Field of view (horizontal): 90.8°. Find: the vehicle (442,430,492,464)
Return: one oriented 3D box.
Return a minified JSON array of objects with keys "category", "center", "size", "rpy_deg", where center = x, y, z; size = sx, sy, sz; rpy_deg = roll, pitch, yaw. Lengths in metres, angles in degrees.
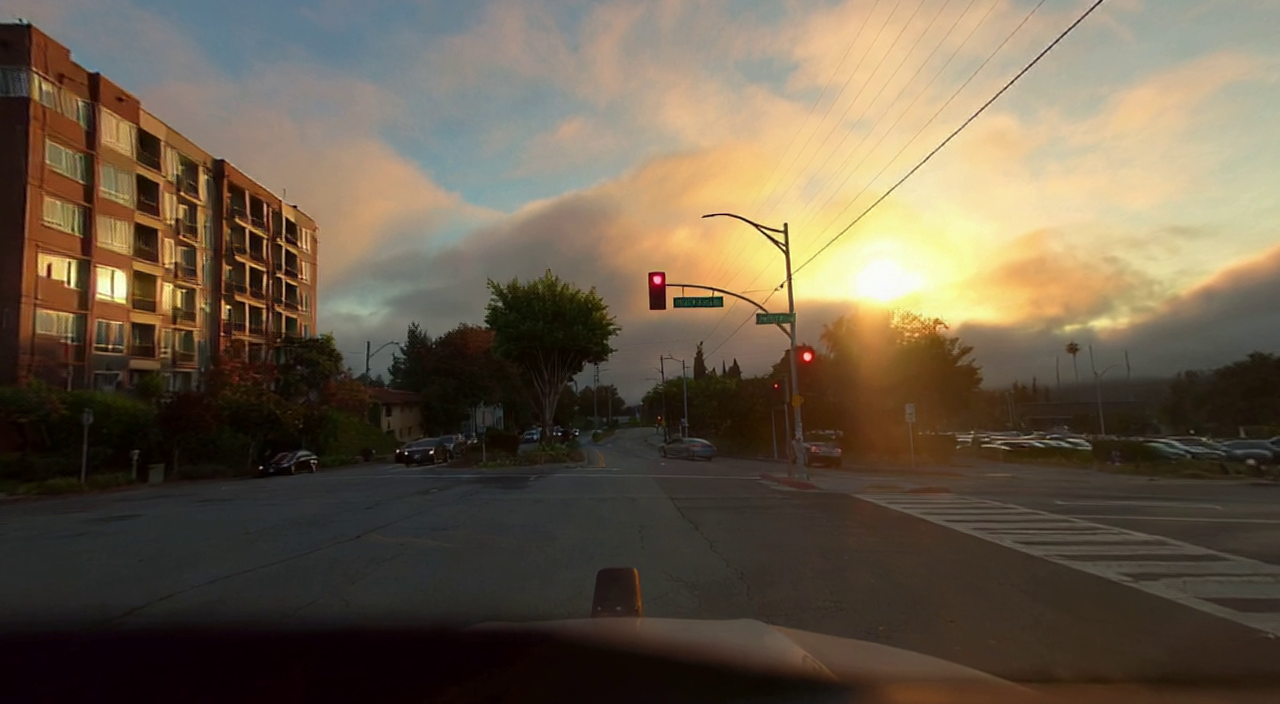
[{"category":"vehicle","center":[-9.804,5.455,36.186],"size":[1.910,1.818,4.057],"rpy_deg":[0,-9,-3]}]

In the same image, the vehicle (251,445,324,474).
[{"category":"vehicle","center":[-21.118,6.453,38.092],"size":[1.981,1.628,4.336],"rpy_deg":[0,-9,-1]}]

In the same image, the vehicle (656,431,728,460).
[{"category":"vehicle","center":[2.911,5.449,36.881],"size":[2.073,1.571,4.790],"rpy_deg":[4,-10,-25]}]

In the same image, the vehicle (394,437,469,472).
[{"category":"vehicle","center":[-9.698,4.798,29.774],"size":[2.116,1.521,4.294],"rpy_deg":[0,-9,-1]}]
